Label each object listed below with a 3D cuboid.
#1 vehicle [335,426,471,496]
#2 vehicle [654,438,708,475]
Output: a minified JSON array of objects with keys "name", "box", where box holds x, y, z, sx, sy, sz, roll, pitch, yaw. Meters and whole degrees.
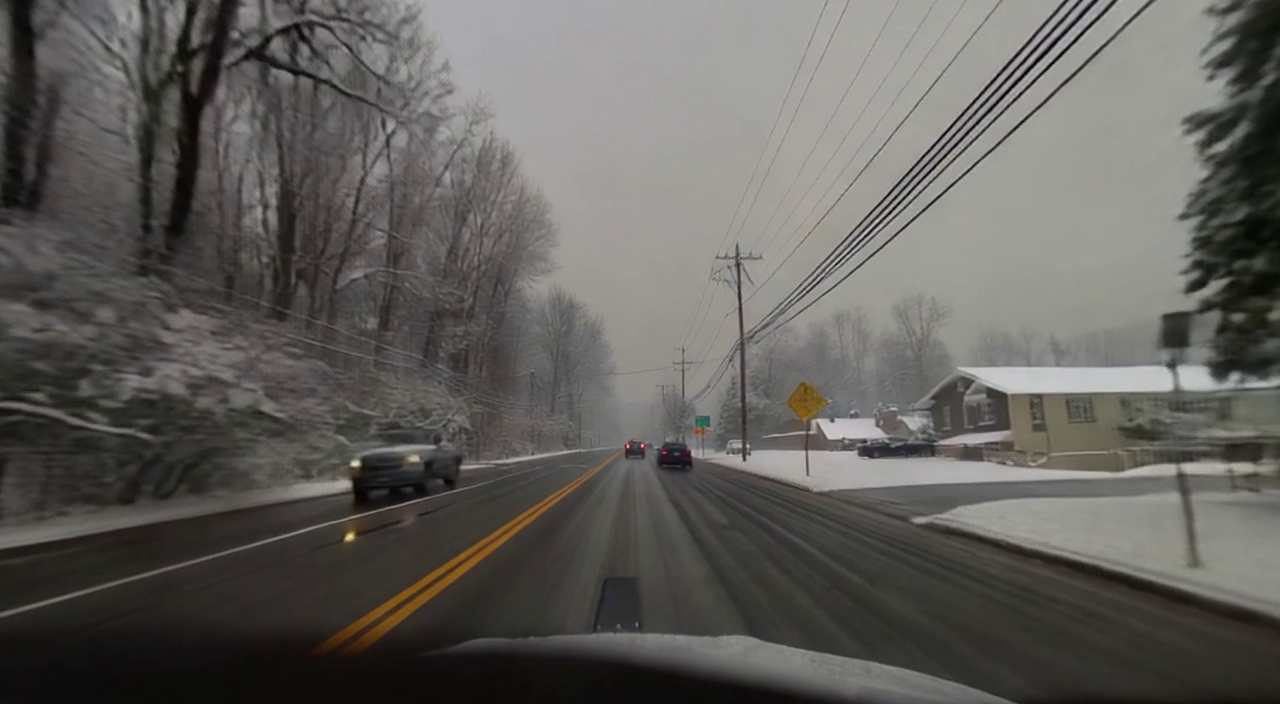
[{"name":"vehicle","box":[-7.046,3.308,19.418,2.352,1.857,4.690,0,-8,0]},{"name":"vehicle","box":[1.711,4.537,27.562,1.975,1.497,3.647,1,-8,-2]}]
